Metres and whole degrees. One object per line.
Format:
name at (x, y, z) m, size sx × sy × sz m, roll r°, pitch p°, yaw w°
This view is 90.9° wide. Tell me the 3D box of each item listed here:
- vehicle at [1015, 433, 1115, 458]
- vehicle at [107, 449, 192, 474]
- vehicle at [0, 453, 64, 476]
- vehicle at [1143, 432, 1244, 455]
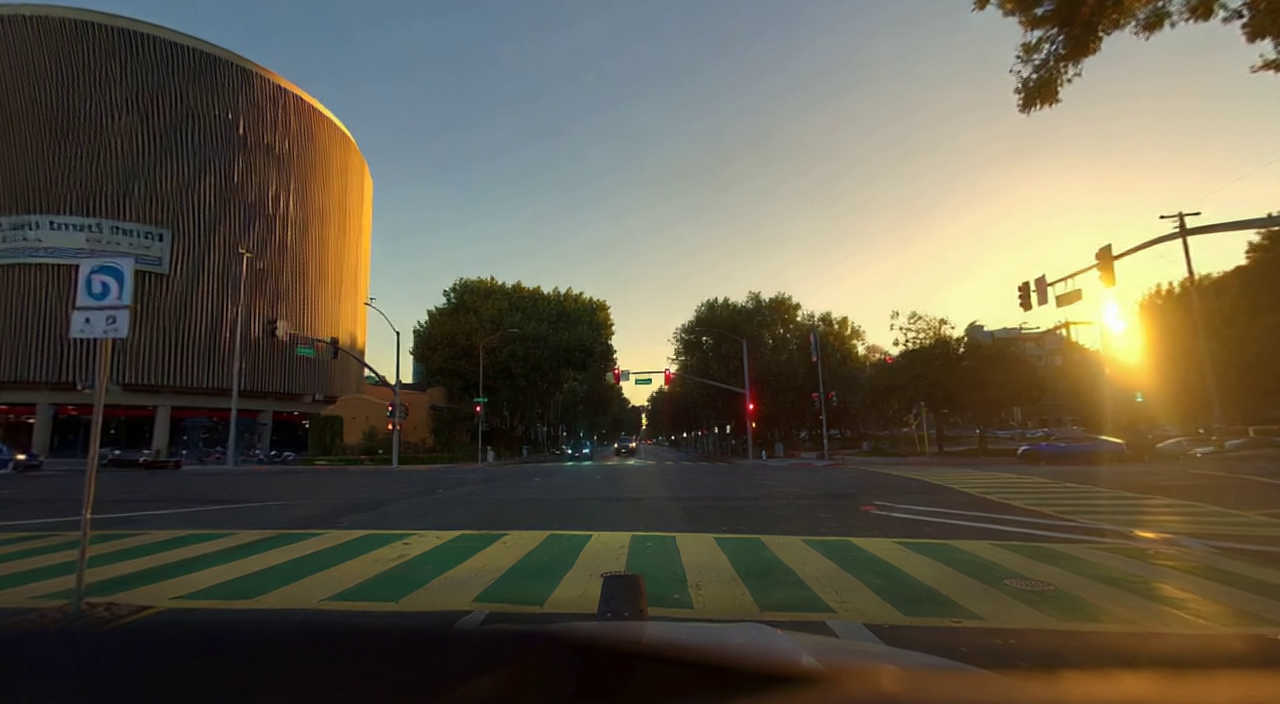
vehicle at (25.542, 5.628, 37.992) m, size 4.529 × 1.457 × 1.981 m, roll -1°, pitch -8°, yaw 4°
vehicle at (-33.155, 7.397, 42.691) m, size 4.136 × 1.661 × 1.857 m, roll 0°, pitch -8°, yaw 1°
vehicle at (-41.738, 7.623, 42.688) m, size 3.698 × 1.467 × 1.779 m, roll 0°, pitch -8°, yaw 1°
vehicle at (36.152, 6.022, 41.259) m, size 4.767 × 1.456 × 1.858 m, roll 0°, pitch -8°, yaw 2°
